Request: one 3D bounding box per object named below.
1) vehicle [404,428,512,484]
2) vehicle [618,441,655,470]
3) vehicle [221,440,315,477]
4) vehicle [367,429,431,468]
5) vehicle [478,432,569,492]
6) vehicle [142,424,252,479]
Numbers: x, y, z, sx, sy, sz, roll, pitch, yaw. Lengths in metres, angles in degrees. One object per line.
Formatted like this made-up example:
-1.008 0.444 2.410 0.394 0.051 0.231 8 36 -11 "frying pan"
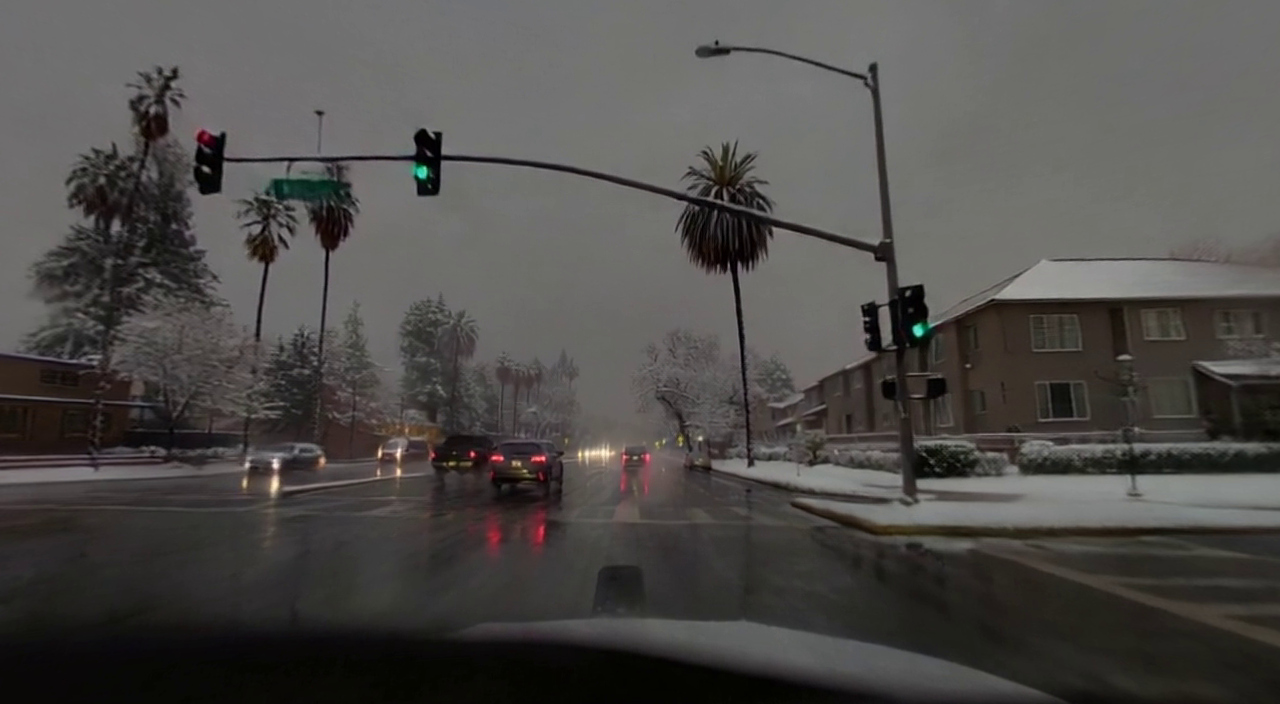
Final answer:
-7.217 4.233 25.921 2.457 2.010 6.330 0 -9 1 "vehicle"
-0.268 6.773 41.299 2.280 1.803 4.240 0 -9 -1 "vehicle"
-18.382 5.270 31.391 2.064 1.670 4.242 0 -9 0 "vehicle"
-17.991 7.263 47.350 2.331 2.714 5.872 0 -9 1 "vehicle"
-3.834 3.716 21.594 2.116 1.806 4.516 0 -9 1 "vehicle"
-26.007 5.861 37.278 2.512 2.978 5.172 1 -9 0 "vehicle"
